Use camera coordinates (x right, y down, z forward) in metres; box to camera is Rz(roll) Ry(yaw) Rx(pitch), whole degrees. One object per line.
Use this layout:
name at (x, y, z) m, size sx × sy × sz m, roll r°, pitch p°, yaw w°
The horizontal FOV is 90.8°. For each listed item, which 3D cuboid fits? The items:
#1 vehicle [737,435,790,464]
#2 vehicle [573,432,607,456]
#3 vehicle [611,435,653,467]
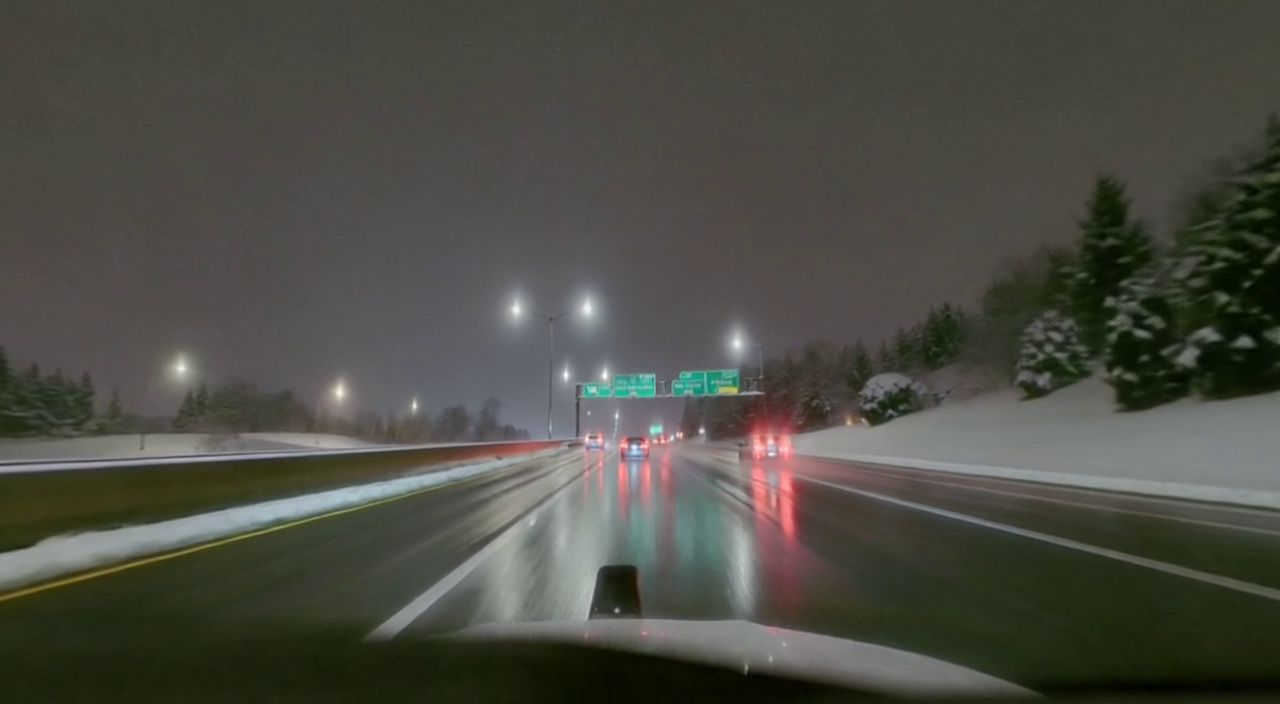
vehicle at (6.787, 5.406, 35.233) m, size 1.935 × 1.478 × 4.433 m, roll 0°, pitch -8°, yaw -2°
vehicle at (-3.662, 6.901, 47.213) m, size 2.123 × 1.661 × 4.601 m, roll 0°, pitch -8°, yaw 0°
vehicle at (-0.417, 4.956, 31.767) m, size 1.985 × 1.457 × 4.227 m, roll 0°, pitch -8°, yaw -1°
